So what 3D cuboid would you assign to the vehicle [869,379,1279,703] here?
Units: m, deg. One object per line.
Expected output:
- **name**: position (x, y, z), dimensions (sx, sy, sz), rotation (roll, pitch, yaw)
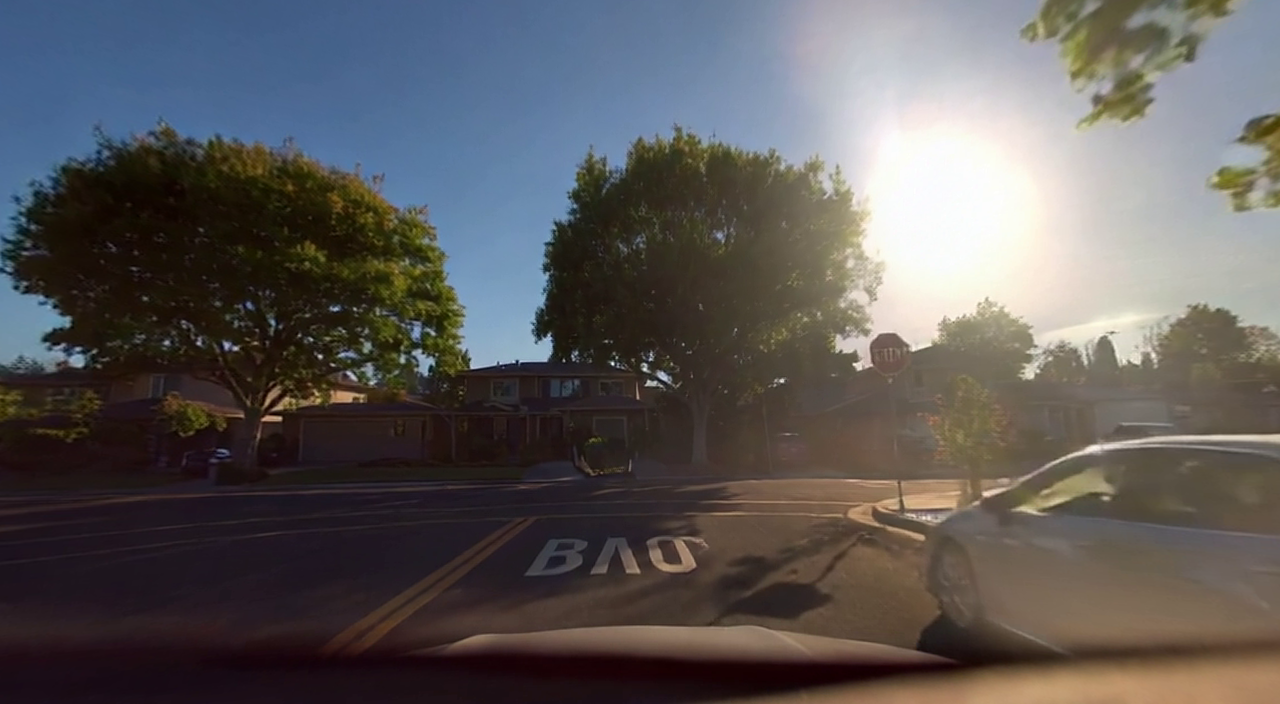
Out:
- **vehicle**: position (2.950, 0.943, 2.652), dimensions (2.167, 1.479, 4.597), rotation (0, -9, -1)
